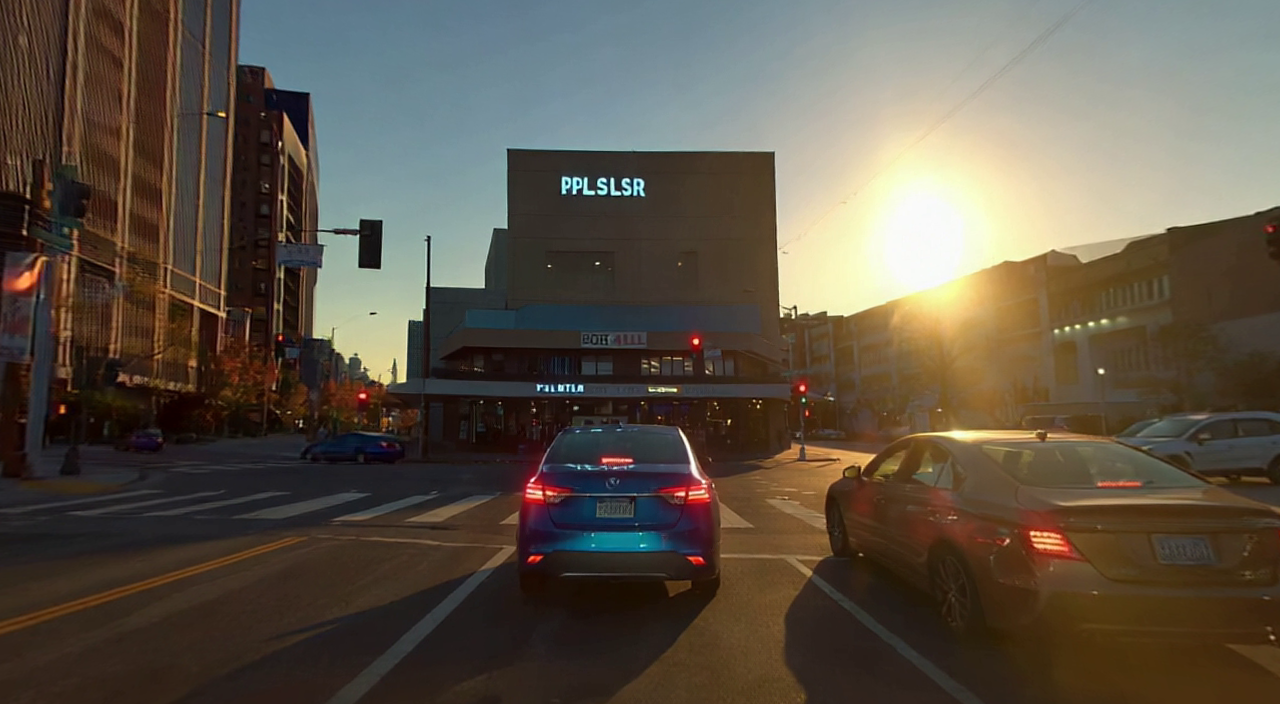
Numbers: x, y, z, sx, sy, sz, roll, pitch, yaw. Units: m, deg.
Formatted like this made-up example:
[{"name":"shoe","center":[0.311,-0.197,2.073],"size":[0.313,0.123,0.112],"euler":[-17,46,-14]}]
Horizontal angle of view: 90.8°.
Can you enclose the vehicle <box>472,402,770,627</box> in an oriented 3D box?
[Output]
[{"name":"vehicle","center":[-0.154,1.505,6.935],"size":[2.123,1.589,4.702],"euler":[0,-8,0]}]

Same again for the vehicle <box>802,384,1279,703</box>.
[{"name":"vehicle","center":[3.026,1.308,5.445],"size":[1.983,1.654,4.354],"euler":[0,-8,-2]}]

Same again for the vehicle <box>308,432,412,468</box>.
[{"name":"vehicle","center":[-14.871,5.199,33.565],"size":[5.003,1.799,2.066],"euler":[-4,-9,21]}]
